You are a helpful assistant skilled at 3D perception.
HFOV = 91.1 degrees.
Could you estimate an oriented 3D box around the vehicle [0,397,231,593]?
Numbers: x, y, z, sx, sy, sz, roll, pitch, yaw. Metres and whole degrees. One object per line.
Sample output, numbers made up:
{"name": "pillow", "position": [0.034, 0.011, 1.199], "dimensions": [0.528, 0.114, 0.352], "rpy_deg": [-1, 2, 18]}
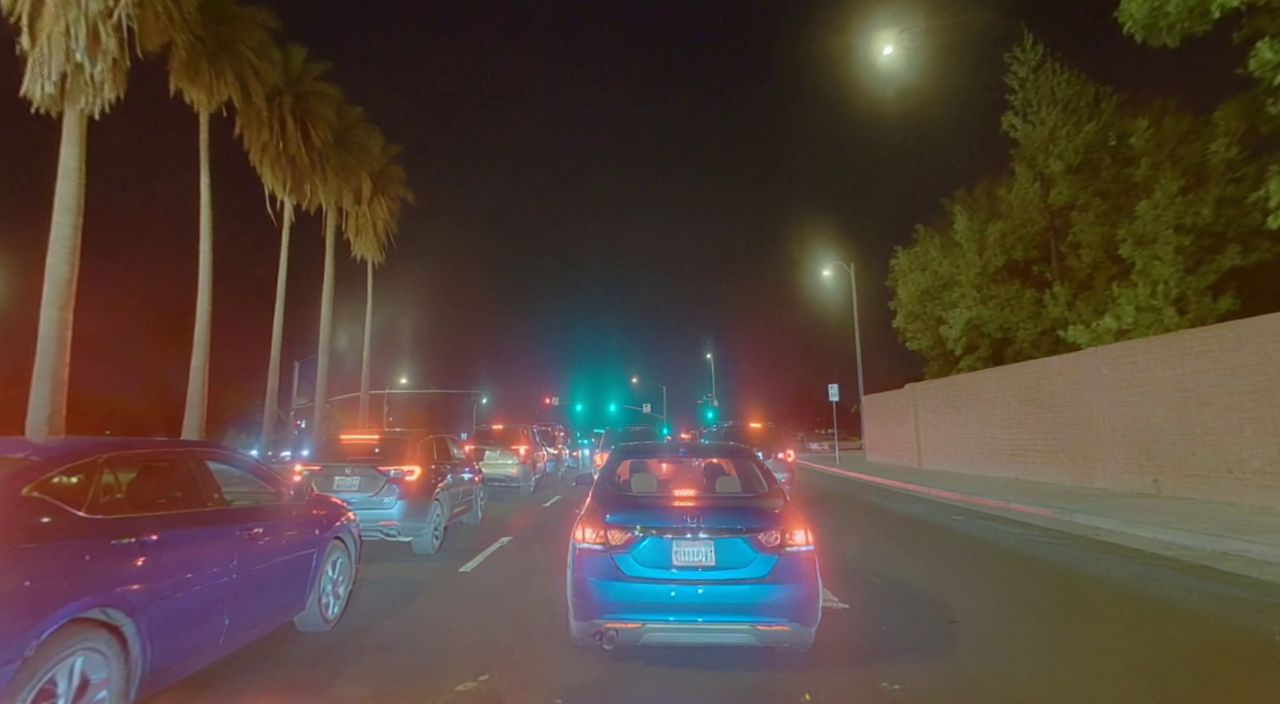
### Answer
{"name": "vehicle", "position": [-6.672, 1.391, 6.396], "dimensions": [1.963, 1.721, 4.662], "rpy_deg": [0, -8, -2]}

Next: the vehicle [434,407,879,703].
{"name": "vehicle", "position": [0.040, 1.327, 5.212], "dimensions": [2.128, 1.473, 4.272], "rpy_deg": [0, -8, -1]}

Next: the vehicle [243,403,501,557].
{"name": "vehicle", "position": [-3.518, 1.769, 9.299], "dimensions": [2.055, 1.746, 4.136], "rpy_deg": [0, -8, -1]}
